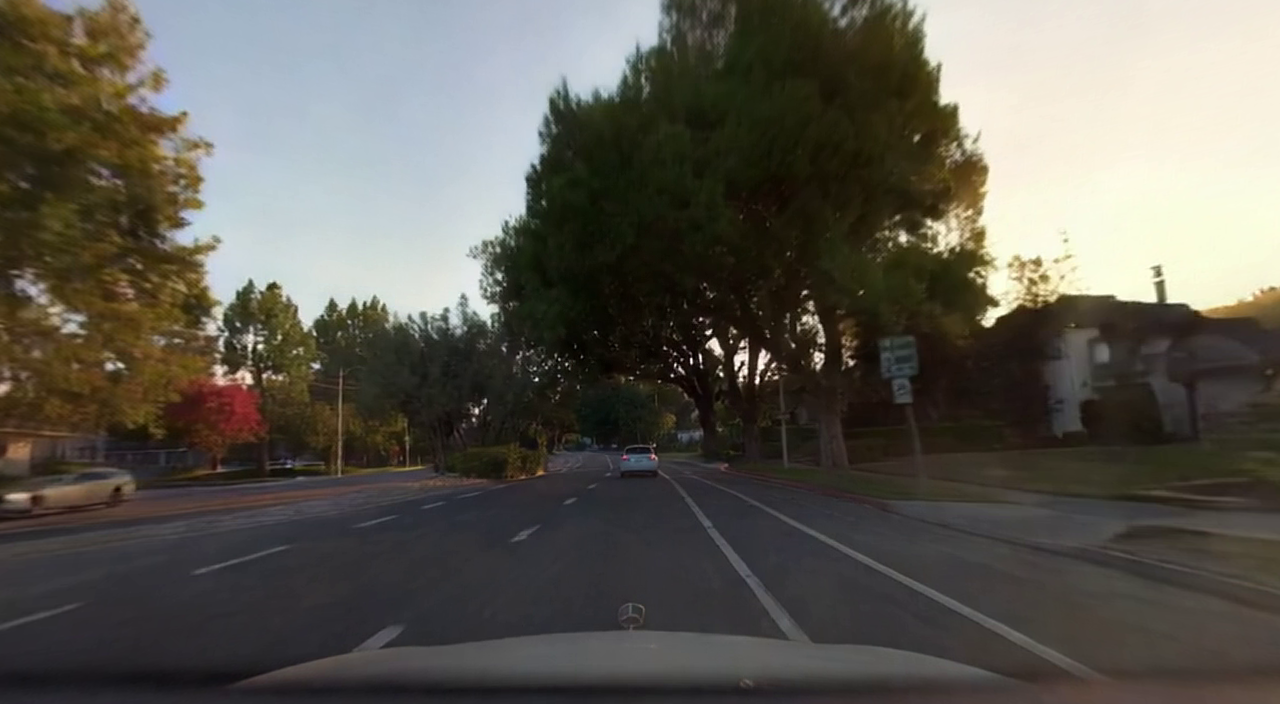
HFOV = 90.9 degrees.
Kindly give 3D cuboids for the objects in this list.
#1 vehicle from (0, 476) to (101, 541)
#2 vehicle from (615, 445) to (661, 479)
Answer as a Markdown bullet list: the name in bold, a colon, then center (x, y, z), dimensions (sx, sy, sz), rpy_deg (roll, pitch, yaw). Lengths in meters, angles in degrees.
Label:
- **vehicle**: center (-17.111, 4.156, 16.779), dimensions (1.824, 1.471, 4.117), rpy_deg (0, -8, 0)
- **vehicle**: center (-0.062, 5.079, 29.375), dimensions (2.009, 1.456, 4.003), rpy_deg (0, -8, 1)
